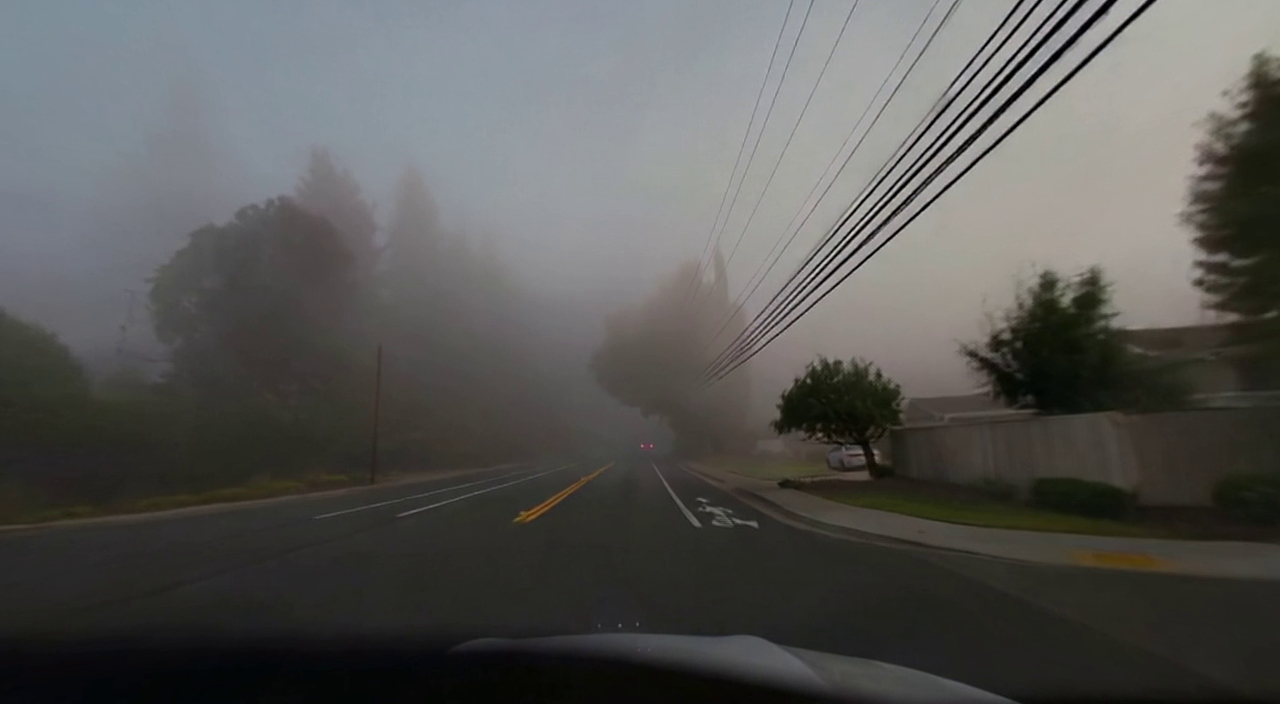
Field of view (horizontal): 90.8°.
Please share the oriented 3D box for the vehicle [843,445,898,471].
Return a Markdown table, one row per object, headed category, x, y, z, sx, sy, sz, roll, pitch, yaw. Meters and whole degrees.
| category | x | y | z | sx | sy | sz | roll | pitch | yaw |
| --- | --- | --- | --- | --- | --- | --- | --- | --- | --- |
| vehicle | 14.640 | 6.749 | 40.391 | 1.810 | 1.470 | 4.551 | 1 | -8 | 0 |
